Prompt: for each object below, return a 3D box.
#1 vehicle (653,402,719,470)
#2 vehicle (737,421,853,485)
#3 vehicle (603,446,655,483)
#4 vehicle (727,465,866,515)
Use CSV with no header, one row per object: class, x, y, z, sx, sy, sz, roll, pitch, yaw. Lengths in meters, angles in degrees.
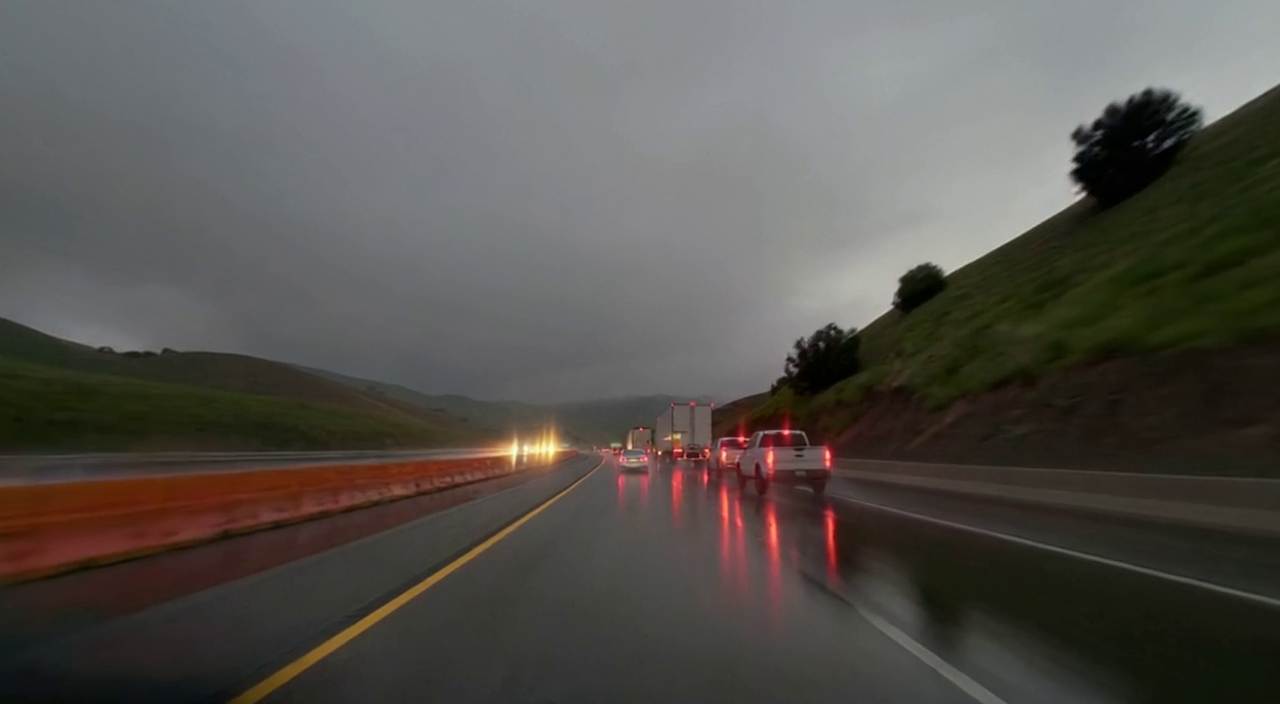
vehicle,2.958,6.302,46.037,2.911,4.099,14.578,0,-9,-3
vehicle,3.921,2.684,16.755,1.873,1.465,4.264,0,-9,-2
vehicle,-0.457,4.660,26.344,2.029,1.437,3.794,0,-9,-1
vehicle,3.864,3.552,16.741,2.129,0.956,5.390,0,-9,-2
